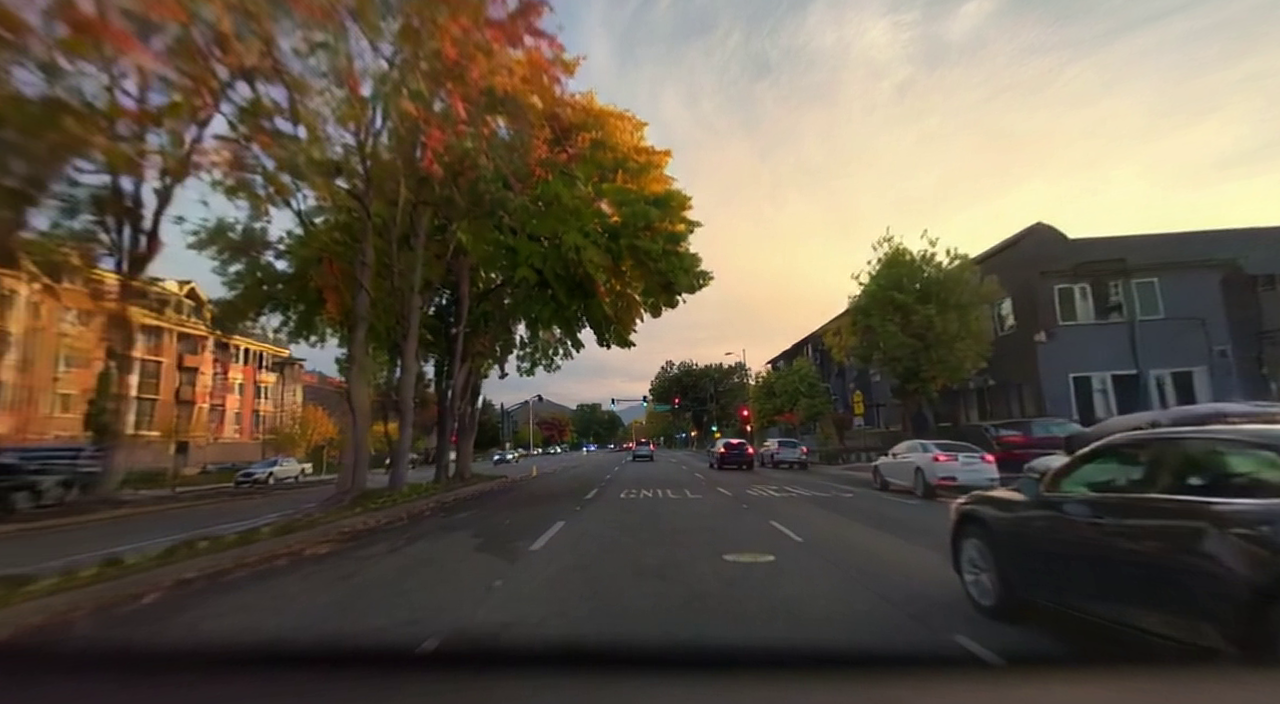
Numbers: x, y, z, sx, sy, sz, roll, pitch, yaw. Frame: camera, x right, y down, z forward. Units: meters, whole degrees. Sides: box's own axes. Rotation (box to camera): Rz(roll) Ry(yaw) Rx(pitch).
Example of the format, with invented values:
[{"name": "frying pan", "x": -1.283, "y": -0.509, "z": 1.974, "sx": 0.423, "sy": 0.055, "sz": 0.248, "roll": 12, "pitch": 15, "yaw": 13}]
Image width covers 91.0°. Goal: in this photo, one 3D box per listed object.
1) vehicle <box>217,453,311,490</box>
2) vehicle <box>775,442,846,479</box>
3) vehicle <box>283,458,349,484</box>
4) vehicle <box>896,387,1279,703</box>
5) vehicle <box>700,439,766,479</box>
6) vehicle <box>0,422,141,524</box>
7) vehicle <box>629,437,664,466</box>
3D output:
[{"name": "vehicle", "x": -21.812, "y": 6.929, "z": 36.866, "sx": 2.142, "sy": 1.900, "sz": 5.489, "roll": 0, "pitch": -9, "yaw": 0}, {"name": "vehicle", "x": 7.390, "y": 4.728, "z": 27.755, "sx": 1.928, "sy": 1.480, "sz": 4.464, "roll": 0, "pitch": -9, "yaw": 1}, {"name": "vehicle", "x": -21.838, "y": 8.015, "z": 42.630, "sx": 1.930, "sy": 1.542, "sz": 4.817, "roll": 0, "pitch": -9, "yaw": 0}, {"name": "vehicle", "x": 3.337, "y": 1.051, "z": 3.424, "sx": 1.977, "sy": 1.498, "sz": 4.521, "roll": 0, "pitch": -8, "yaw": 0}, {"name": "vehicle", "x": 3.866, "y": 4.518, "z": 26.952, "sx": 2.178, "sy": 1.546, "sz": 4.311, "roll": 0, "pitch": -8, "yaw": 0}, {"name": "vehicle", "x": -22.075, "y": 3.996, "z": 20.886, "sx": 2.961, "sy": 3.271, "sz": 9.547, "roll": 0, "pitch": -9, "yaw": 1}, {"name": "vehicle", "x": 0.446, "y": 6.800, "z": 43.097, "sx": 2.239, "sy": 1.856, "sz": 4.815, "roll": 0, "pitch": -8, "yaw": 0}]
